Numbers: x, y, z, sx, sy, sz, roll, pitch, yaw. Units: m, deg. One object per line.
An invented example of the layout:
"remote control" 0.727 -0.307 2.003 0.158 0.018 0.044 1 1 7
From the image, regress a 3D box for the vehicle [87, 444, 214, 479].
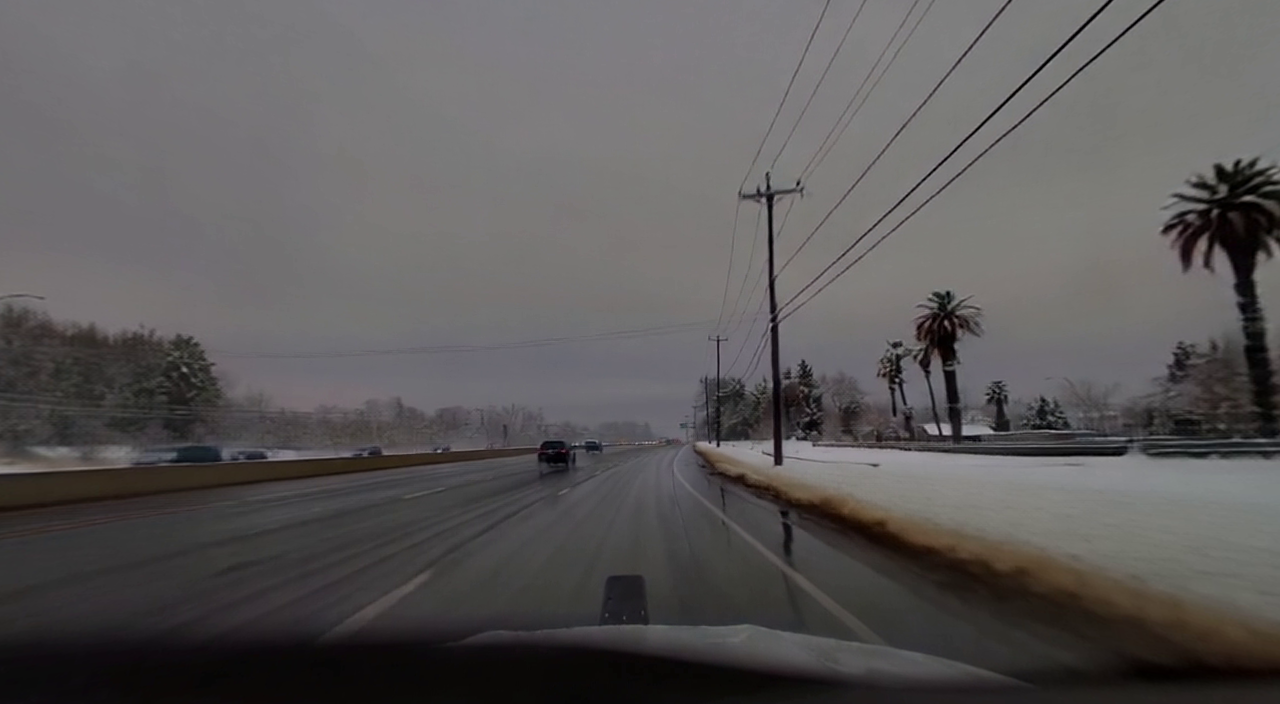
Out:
"vehicle" -24.972 5.560 32.536 2.088 1.637 5.652 0 -8 -1

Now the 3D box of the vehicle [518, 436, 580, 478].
"vehicle" -3.746 4.387 26.655 2.029 1.609 3.935 0 -8 0
